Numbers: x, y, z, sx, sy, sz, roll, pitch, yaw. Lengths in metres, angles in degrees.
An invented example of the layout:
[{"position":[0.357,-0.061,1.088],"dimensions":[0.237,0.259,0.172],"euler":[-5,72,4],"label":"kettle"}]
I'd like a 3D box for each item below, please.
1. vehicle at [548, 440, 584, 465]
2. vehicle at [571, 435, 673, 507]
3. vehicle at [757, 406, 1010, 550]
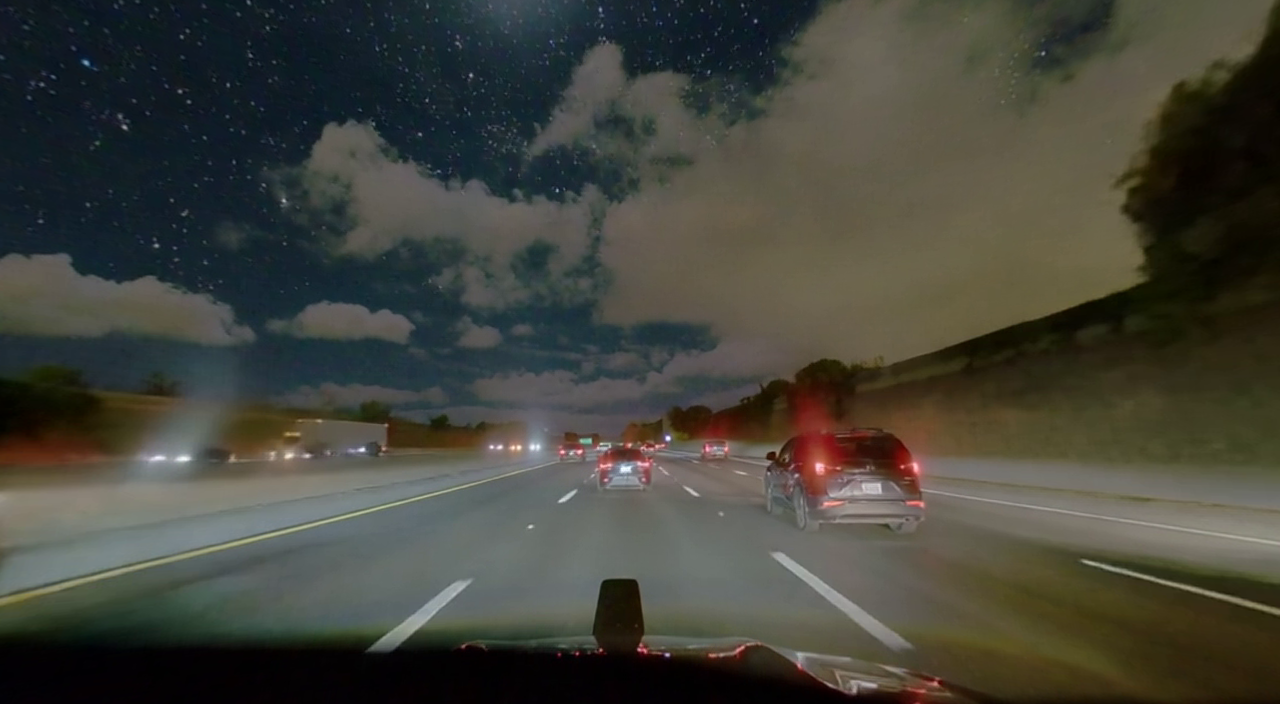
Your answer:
[{"position":[-5.405,7.455,46.966],"dimensions":[2.218,1.776,5.031],"euler":[0,-8,-2],"label":"vehicle"},{"position":[-0.421,2.750,15.062],"dimensions":[2.098,1.475,3.997],"euler":[0,-8,-2],"label":"vehicle"},{"position":[3.540,1.948,10.436],"dimensions":[2.162,1.800,4.693],"euler":[0,-8,-2],"label":"vehicle"}]
